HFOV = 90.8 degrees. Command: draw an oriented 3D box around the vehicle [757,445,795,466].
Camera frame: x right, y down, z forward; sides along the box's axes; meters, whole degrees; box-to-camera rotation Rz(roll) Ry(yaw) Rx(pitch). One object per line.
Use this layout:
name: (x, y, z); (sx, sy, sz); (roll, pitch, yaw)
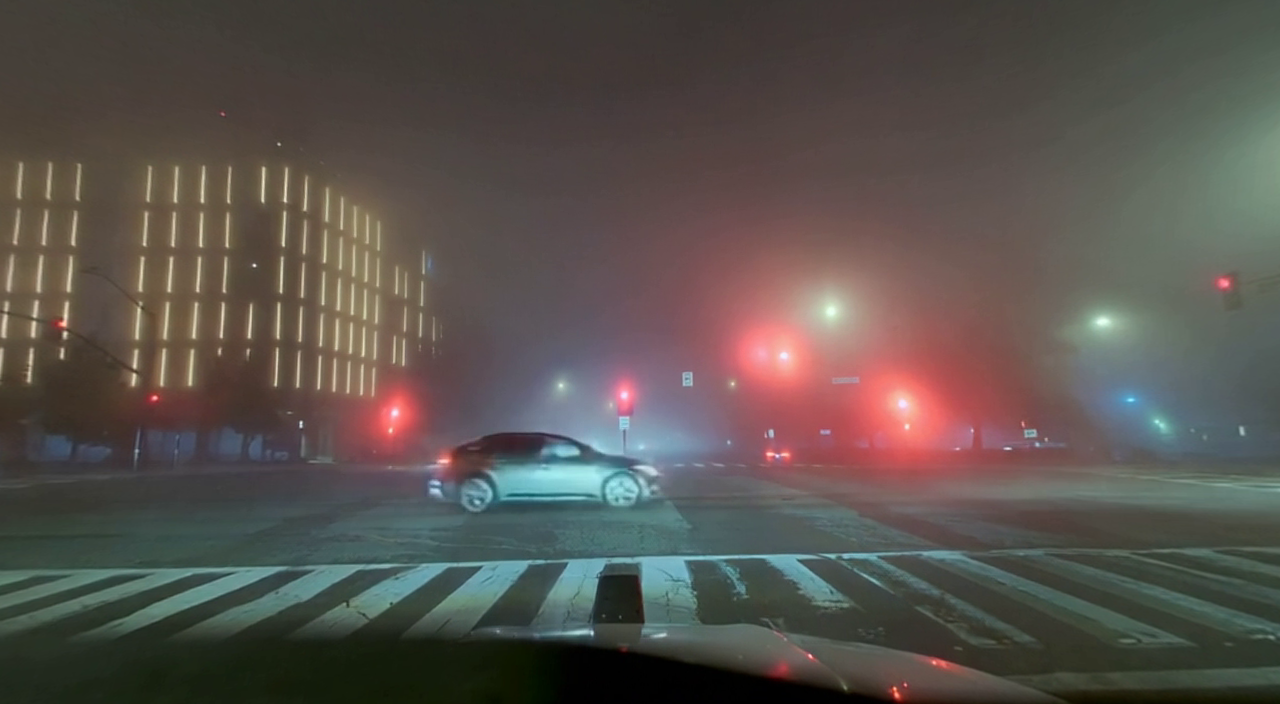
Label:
vehicle: (9.986, 7.652, 46.803); (2.043, 1.454, 4.424); (-1, -8, 3)

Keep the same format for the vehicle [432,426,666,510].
vehicle: (-1.974, 2.578, 14.365); (4.853, 1.719, 1.986); (1, -8, -6)
